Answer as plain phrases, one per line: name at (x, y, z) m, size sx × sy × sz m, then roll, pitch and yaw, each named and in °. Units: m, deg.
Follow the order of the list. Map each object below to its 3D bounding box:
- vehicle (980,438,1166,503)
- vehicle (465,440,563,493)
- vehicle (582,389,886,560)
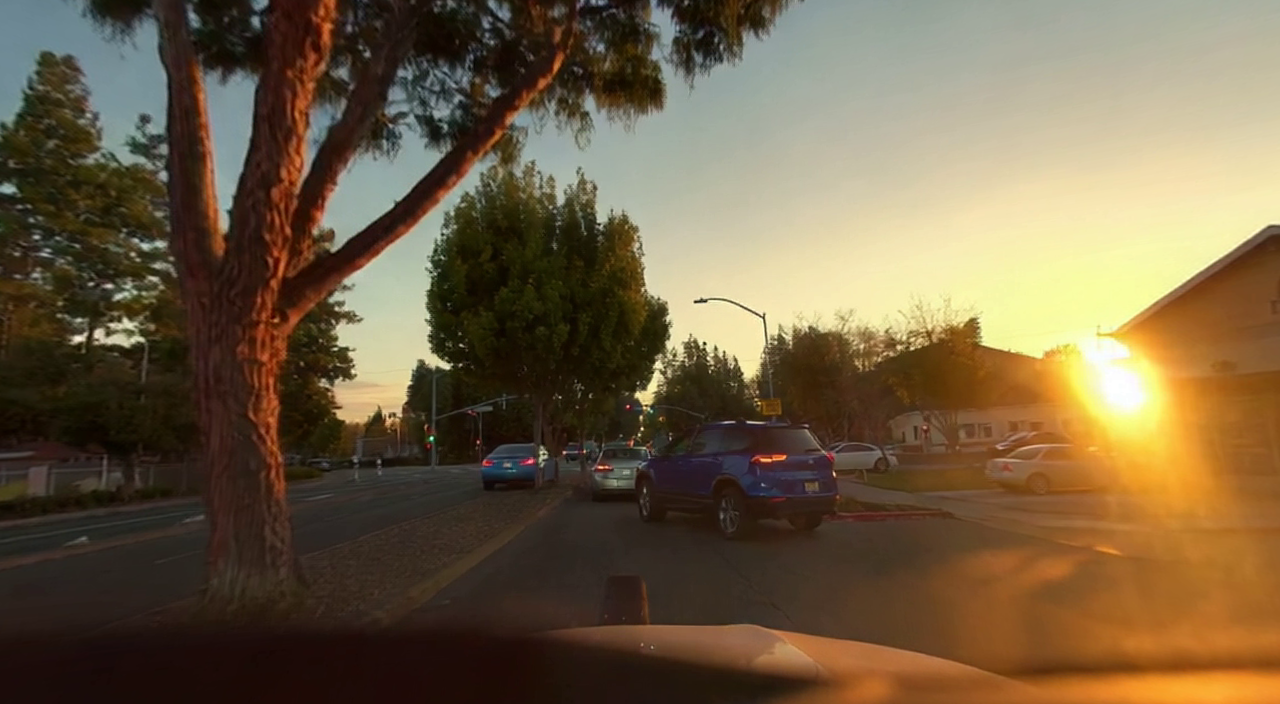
vehicle at (12.252, 3.352, 17.979) m, size 3.871 × 1.525 × 1.835 m, roll -3°, pitch -9°, yaw 0°
vehicle at (-3.763, 3.493, 19.573) m, size 2.026 × 1.466 × 4.282 m, roll 0°, pitch -8°, yaw 2°
vehicle at (1.111, 1.771, 9.777) m, size 2.052 × 1.955 × 4.642 m, roll 5°, pitch -10°, yaw -33°
